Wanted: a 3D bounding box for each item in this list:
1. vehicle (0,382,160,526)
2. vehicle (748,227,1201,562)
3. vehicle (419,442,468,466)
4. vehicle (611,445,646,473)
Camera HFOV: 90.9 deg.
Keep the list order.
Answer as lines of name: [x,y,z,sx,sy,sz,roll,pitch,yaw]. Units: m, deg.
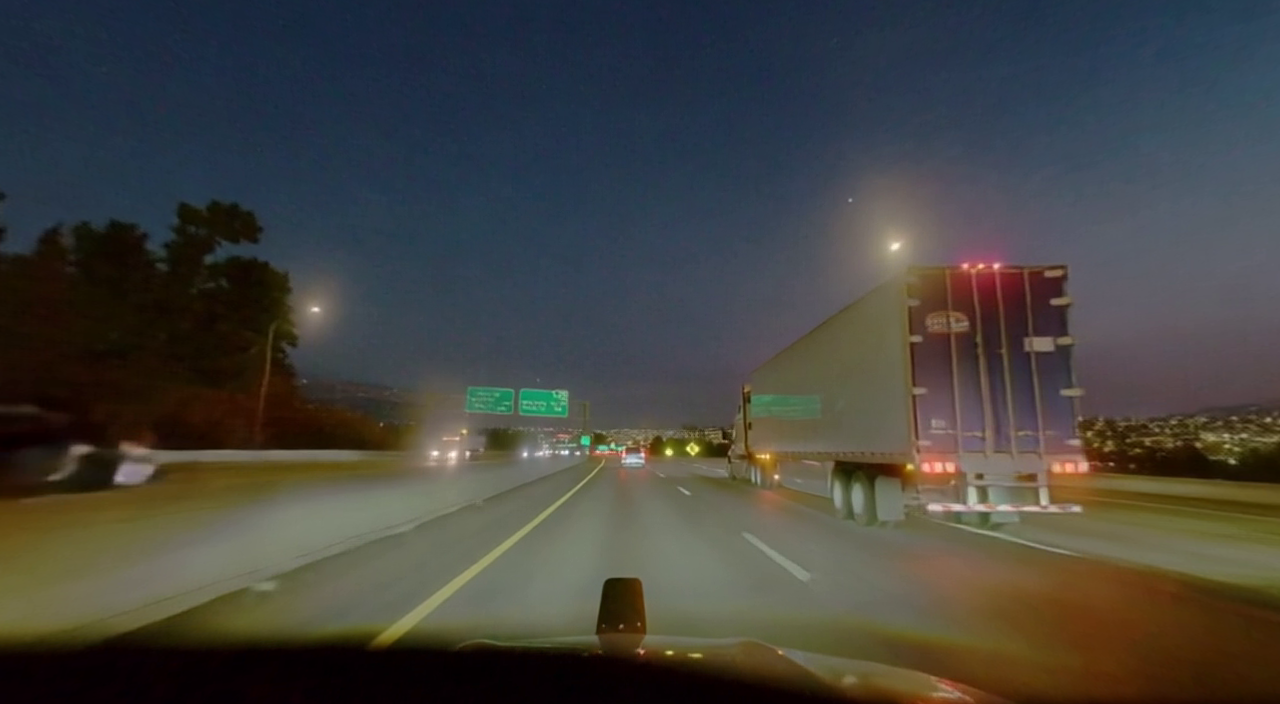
vehicle: [-7.904,1.130,6.942,2.029,1.527,4.006,0,-9,0]
vehicle: [5.078,1.514,14.487,2.890,4.006,14.039,0,-9,1]
vehicle: [-12.337,6.449,39.842,1.786,1.451,4.104,0,-9,-1]
vehicle: [-0.723,6.698,39.585,2.111,1.599,3.859,0,-9,-1]
